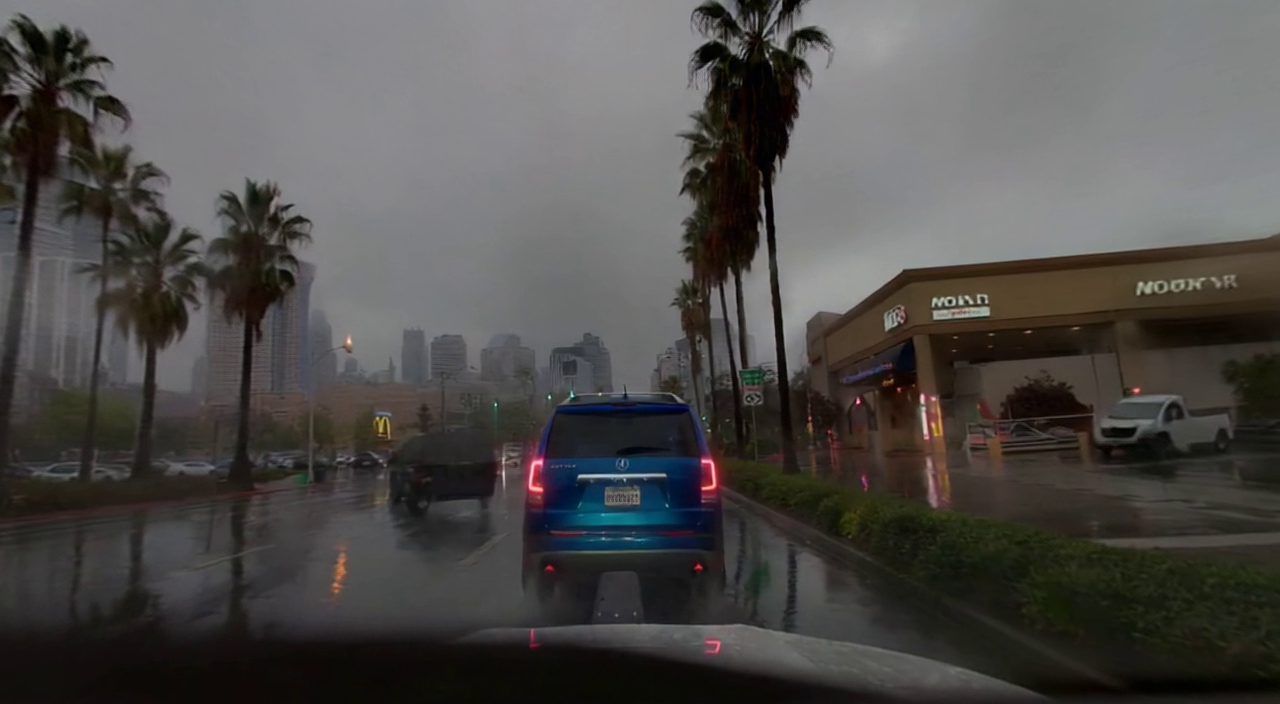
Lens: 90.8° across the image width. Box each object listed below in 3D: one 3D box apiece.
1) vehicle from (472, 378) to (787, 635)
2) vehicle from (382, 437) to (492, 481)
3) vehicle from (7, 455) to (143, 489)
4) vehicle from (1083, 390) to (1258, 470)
[{"bbox_3d":[-0.121,1.388,6.526,2.234,1.818,3.869,0,-9,-2],"label":"vehicle"},{"bbox_3d":[-10.261,5.520,32.636,2.448,2.043,5.988,-3,-10,15],"label":"vehicle"},{"bbox_3d":[-27.933,5.929,31.449,4.593,1.528,1.979,5,-10,-29],"label":"vehicle"},{"bbox_3d":[16.097,2.407,19.060,6.060,2.047,2.490,6,-11,-36],"label":"vehicle"}]
